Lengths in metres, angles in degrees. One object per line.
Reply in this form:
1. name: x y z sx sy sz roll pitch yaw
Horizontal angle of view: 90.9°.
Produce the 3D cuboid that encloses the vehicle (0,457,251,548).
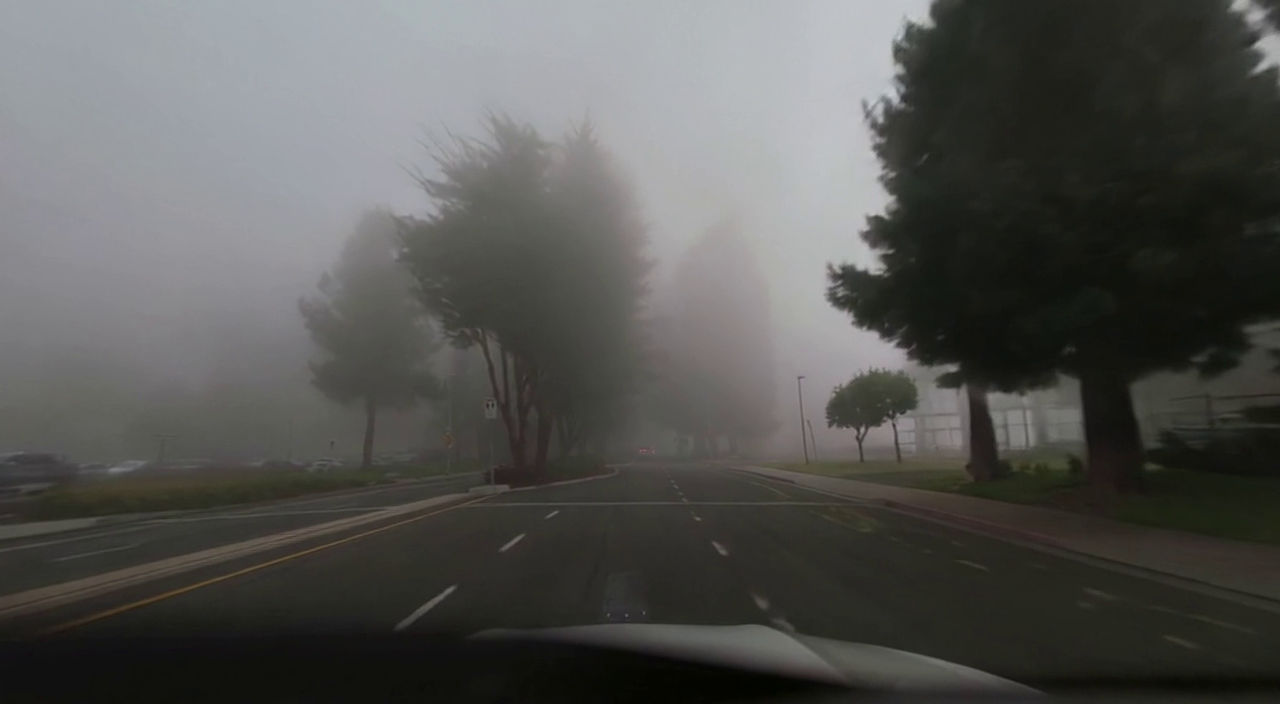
1. vehicle: -10.890 3.140 13.829 1.813 1.578 4.332 -1 -8 2
